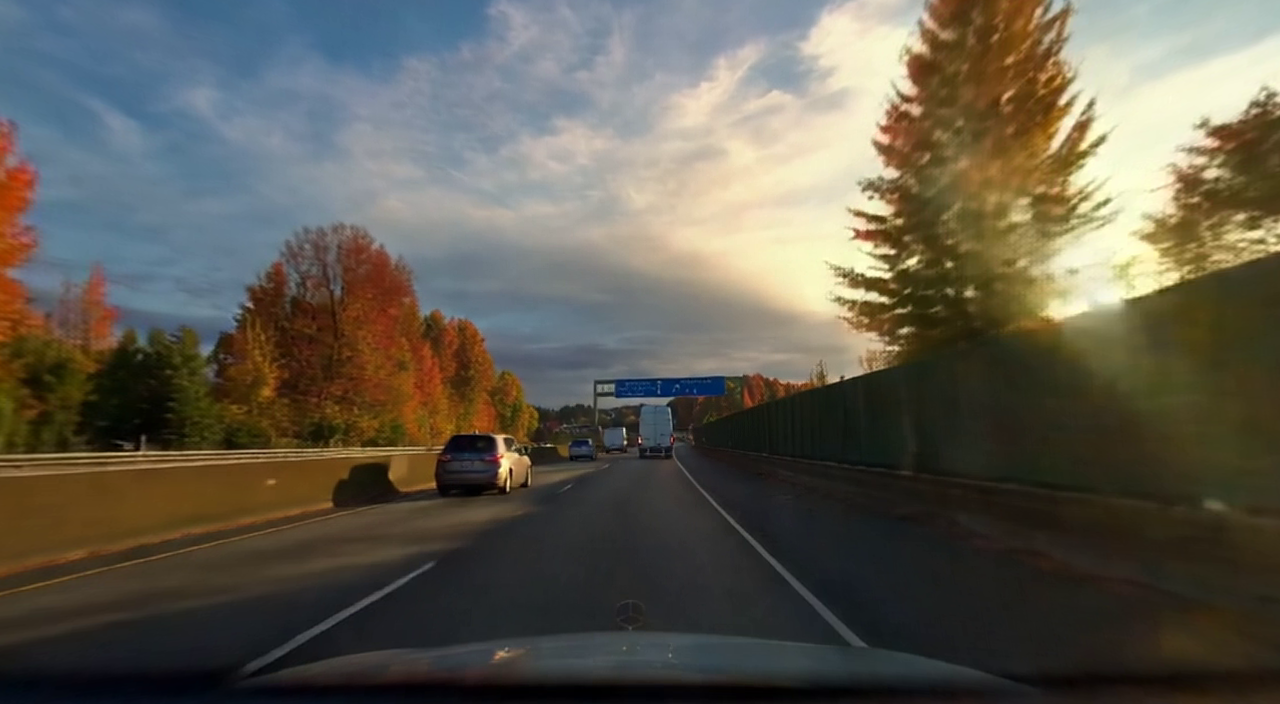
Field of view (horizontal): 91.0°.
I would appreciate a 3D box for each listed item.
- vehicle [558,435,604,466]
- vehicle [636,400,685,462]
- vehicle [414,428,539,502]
[{"bbox_3d":[-3.176,5.411,34.636,1.962,1.575,4.158,0,-8,2],"label":"vehicle"},{"bbox_3d":[1.377,5.481,43.090,2.933,3.701,10.425,0,-8,2],"label":"vehicle"},{"bbox_3d":[-3.797,2.680,15.371,1.927,1.556,3.921,0,-8,1],"label":"vehicle"}]
